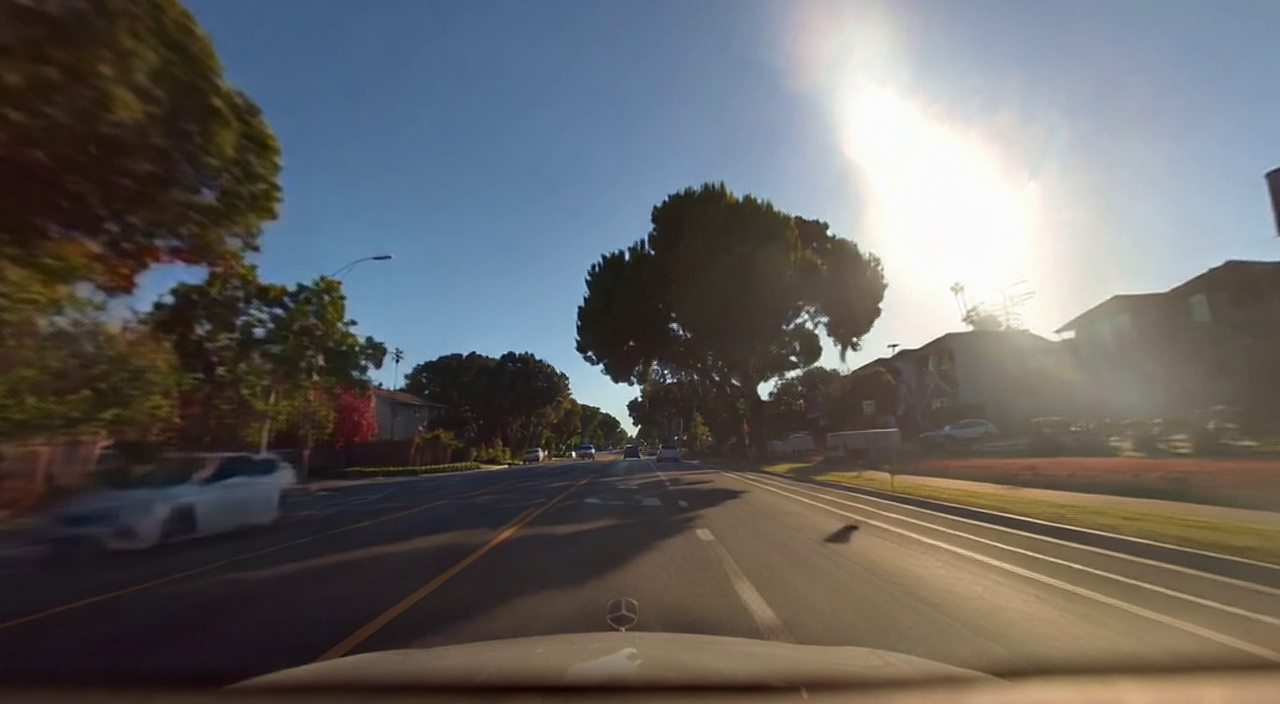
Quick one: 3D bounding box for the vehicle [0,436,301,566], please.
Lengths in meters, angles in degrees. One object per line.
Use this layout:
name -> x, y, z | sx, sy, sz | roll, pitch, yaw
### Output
vehicle -> -8.109, 2.342, 10.792 | 2.053, 1.713, 4.618 | 0, -9, 0
